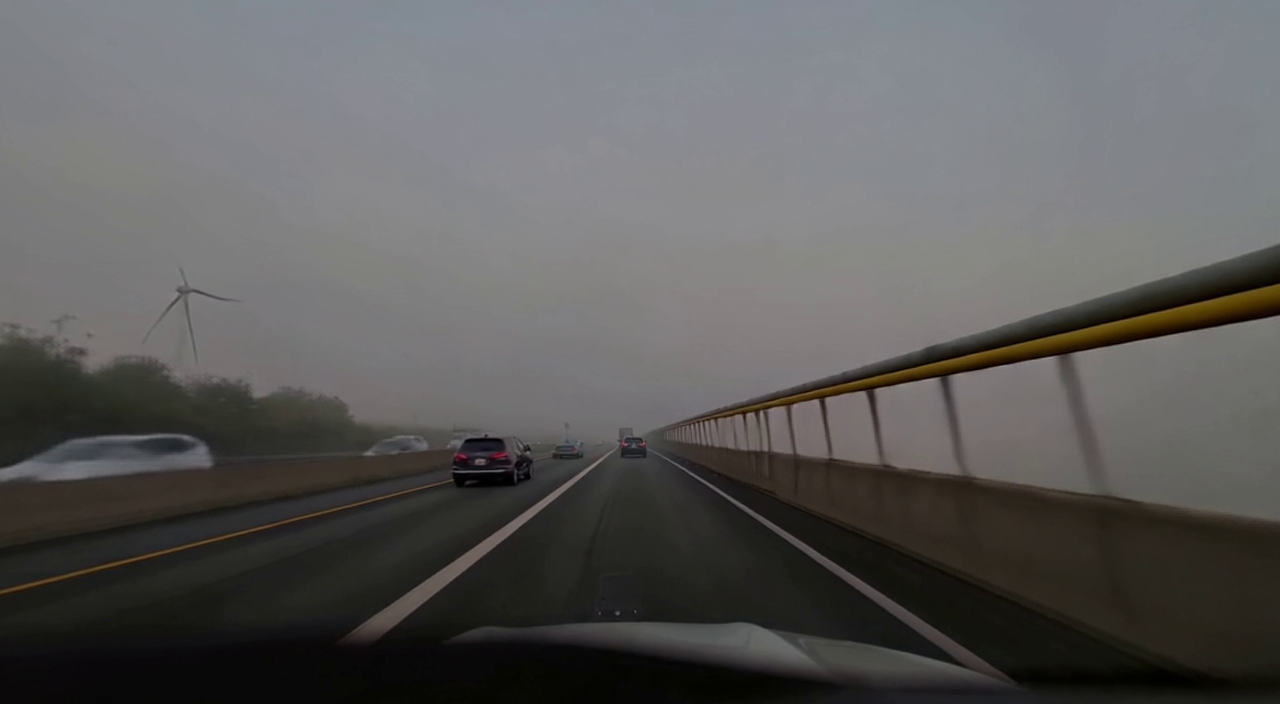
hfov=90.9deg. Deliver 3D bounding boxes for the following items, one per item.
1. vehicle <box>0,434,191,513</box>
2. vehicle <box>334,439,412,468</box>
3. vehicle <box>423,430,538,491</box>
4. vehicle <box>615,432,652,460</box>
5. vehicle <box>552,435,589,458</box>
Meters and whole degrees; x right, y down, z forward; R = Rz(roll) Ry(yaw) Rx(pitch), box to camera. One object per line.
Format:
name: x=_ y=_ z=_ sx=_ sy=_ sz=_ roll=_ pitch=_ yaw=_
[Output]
vehicle: x=-13.907 y=2.783 z=15.227 sx=2.239 sy=1.551 sz=5.272 roll=0 pitch=-8 yaw=-1
vehicle: x=-14.335 y=5.475 z=34.210 sx=2.097 sy=1.420 sz=5.005 roll=0 pitch=-8 yaw=-1
vehicle: x=-4.270 y=2.969 z=17.744 sx=1.998 sy=1.468 sz=4.635 roll=0 pitch=-8 yaw=0
vehicle: x=-0.392 y=5.437 z=36.519 sx=2.027 sy=1.550 sz=3.607 roll=0 pitch=-8 yaw=-1
vehicle: x=-4.558 y=6.283 z=42.029 sx=2.059 sy=1.436 sz=3.802 roll=0 pitch=-8 yaw=-1
